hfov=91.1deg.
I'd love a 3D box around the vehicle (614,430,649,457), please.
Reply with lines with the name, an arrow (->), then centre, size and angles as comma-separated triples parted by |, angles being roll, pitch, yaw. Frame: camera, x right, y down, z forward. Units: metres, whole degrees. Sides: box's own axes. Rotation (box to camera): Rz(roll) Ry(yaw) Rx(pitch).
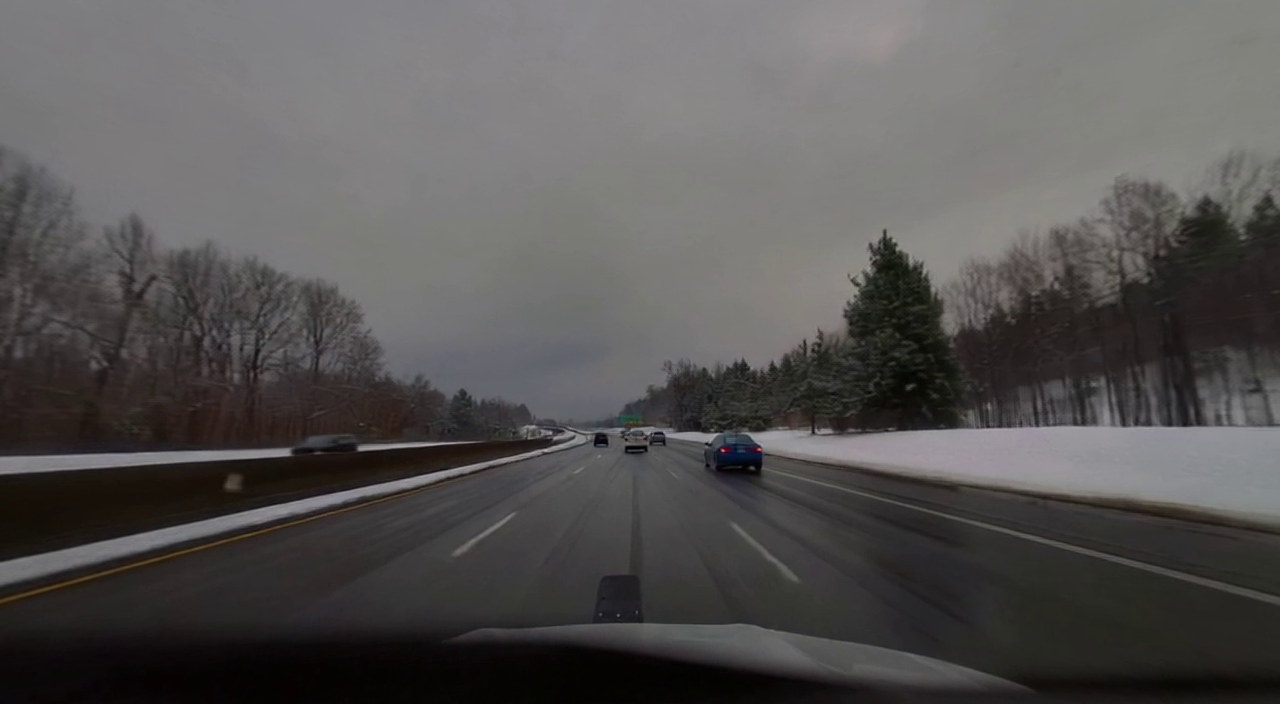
vehicle -> -0.614, 6.001, 41.343 | 2.182, 1.680, 4.253 | 0, -8, -1

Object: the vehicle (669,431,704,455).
vehicle -> 3.304, 6.592, 45.581 | 2.098, 1.677, 4.275 | 0, -8, -2

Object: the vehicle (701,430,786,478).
vehicle -> 3.493, 3.539, 22.179 | 2.056, 1.479, 4.660 | 0, -8, -2

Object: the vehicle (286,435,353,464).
vehicle -> -21.130, 6.424, 41.637 | 1.948, 1.771, 4.651 | 0, -8, 0
